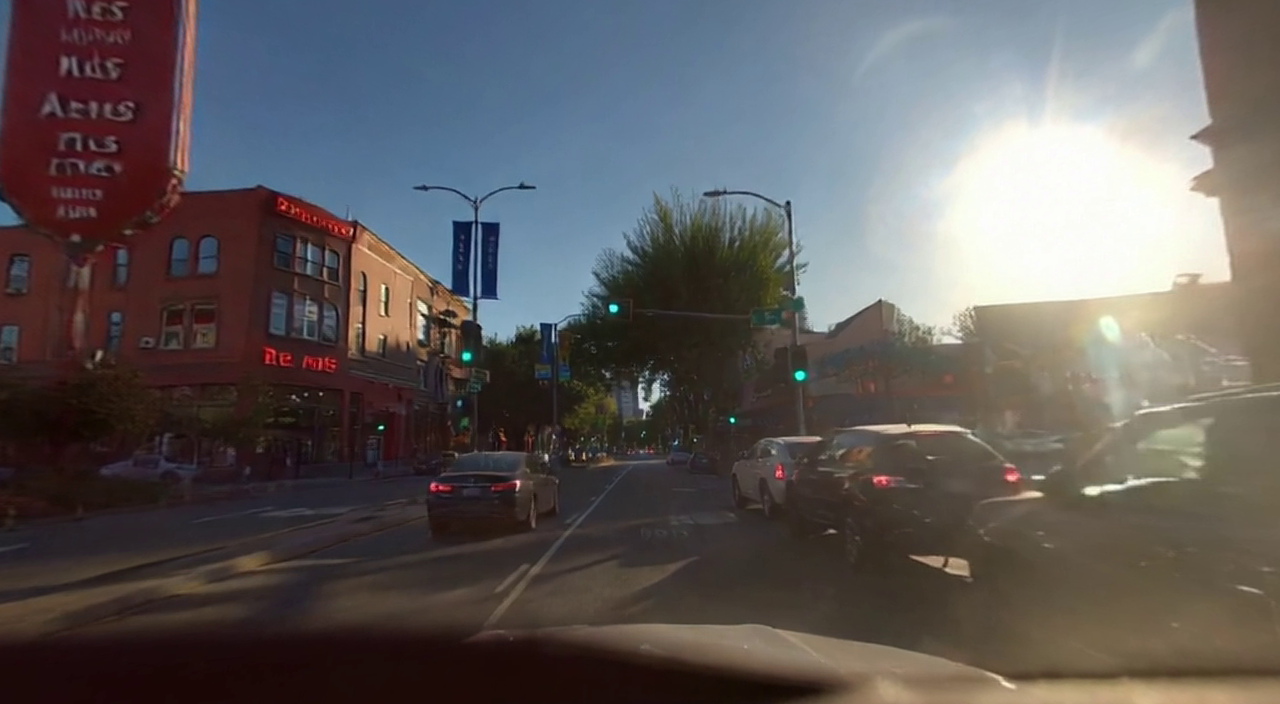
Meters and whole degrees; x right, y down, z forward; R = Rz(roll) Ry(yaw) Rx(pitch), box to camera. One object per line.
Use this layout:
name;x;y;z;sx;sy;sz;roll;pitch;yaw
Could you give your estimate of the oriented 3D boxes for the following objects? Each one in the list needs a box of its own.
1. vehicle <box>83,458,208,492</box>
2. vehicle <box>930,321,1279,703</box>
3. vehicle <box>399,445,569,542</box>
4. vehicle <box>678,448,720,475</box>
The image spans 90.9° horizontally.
vehicle;-23.686;5.875;30.291;4.358;1.522;1.970;-1;-8;3
vehicle;3.169;0.842;2.359;2.086;1.792;4.608;-1;-9;2
vehicle;-2.607;2.465;11.759;2.030;1.436;4.388;0;-8;0
vehicle;3.406;6.416;37.223;1.950;1.462;4.807;0;-8;-1
